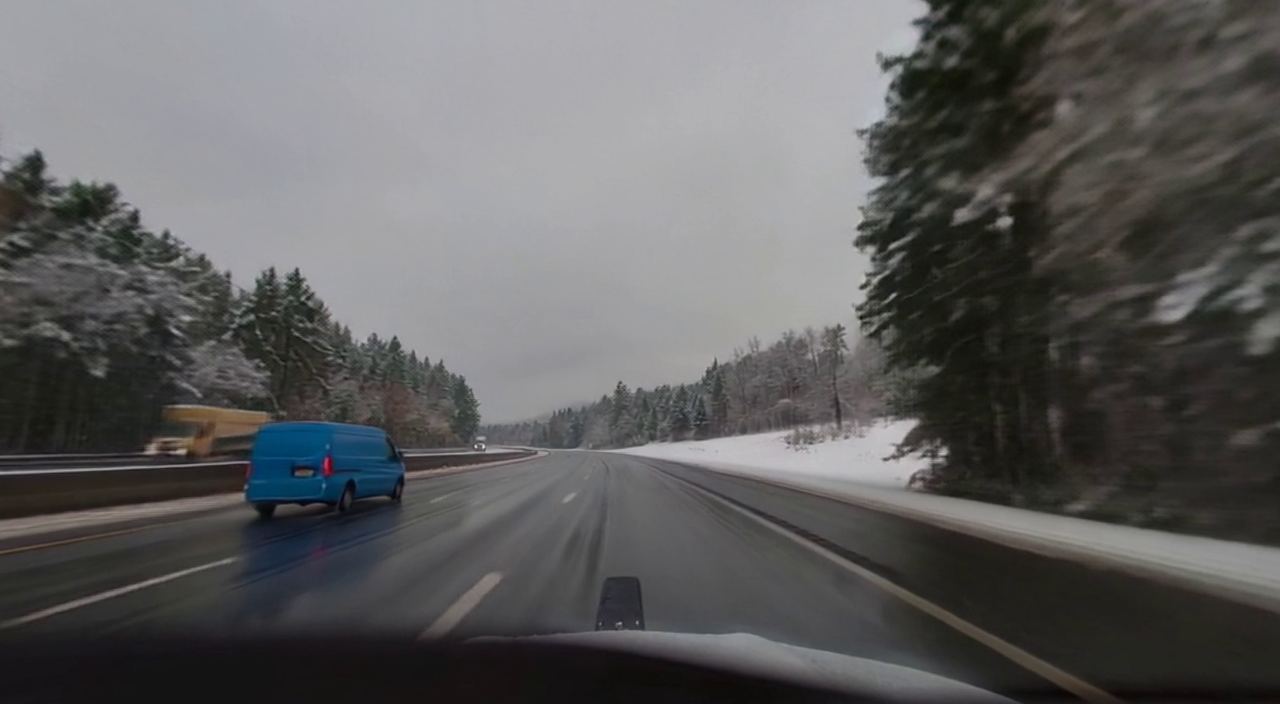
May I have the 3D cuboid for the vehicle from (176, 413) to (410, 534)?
[{"bbox_3d":[-6.862,2.466,13.348,2.197,2.038,4.919,0,-9,-1],"label":"vehicle"}]
